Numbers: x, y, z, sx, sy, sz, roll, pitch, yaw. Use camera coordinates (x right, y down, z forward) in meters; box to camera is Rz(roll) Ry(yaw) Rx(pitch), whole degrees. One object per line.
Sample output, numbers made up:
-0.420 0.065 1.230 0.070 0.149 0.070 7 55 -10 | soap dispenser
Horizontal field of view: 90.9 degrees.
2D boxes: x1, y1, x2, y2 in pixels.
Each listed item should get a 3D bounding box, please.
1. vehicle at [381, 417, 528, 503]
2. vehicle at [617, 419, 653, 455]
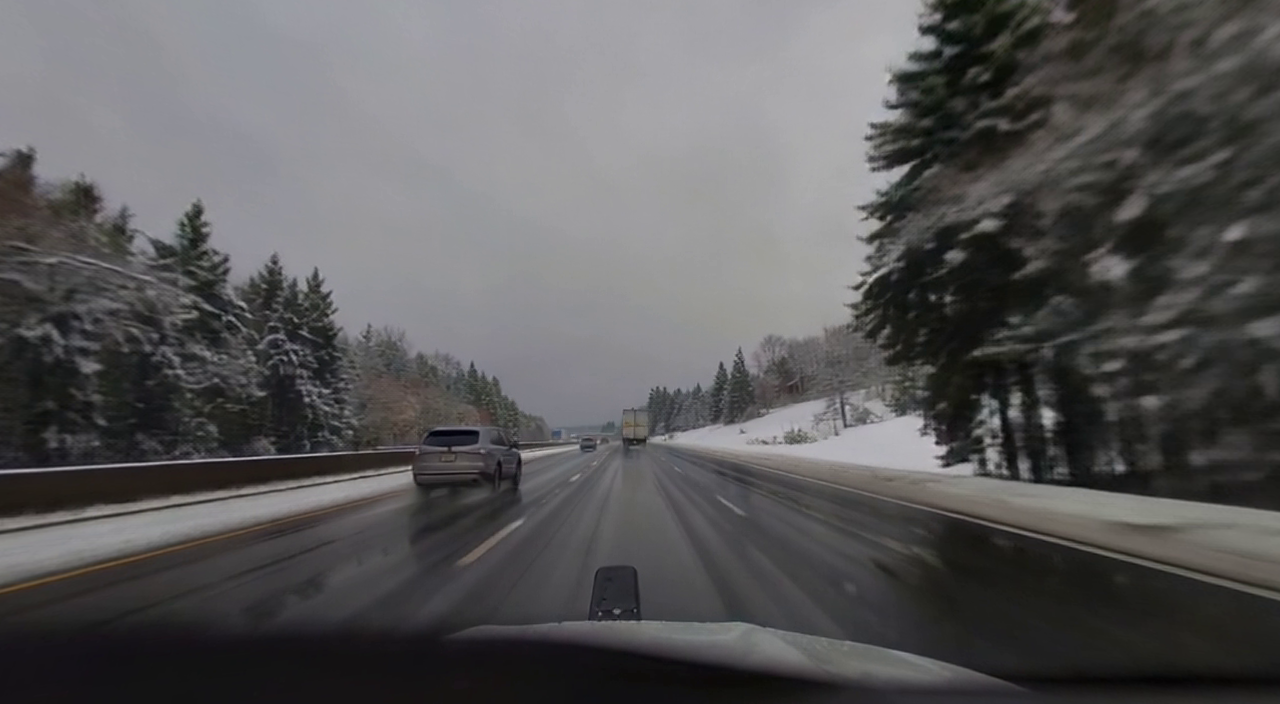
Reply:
-3.970 2.378 14.362 2.045 1.655 4.301 0 -8 0 | vehicle
-0.393 6.434 47.562 2.526 2.531 5.026 0 -8 -1 | vehicle
